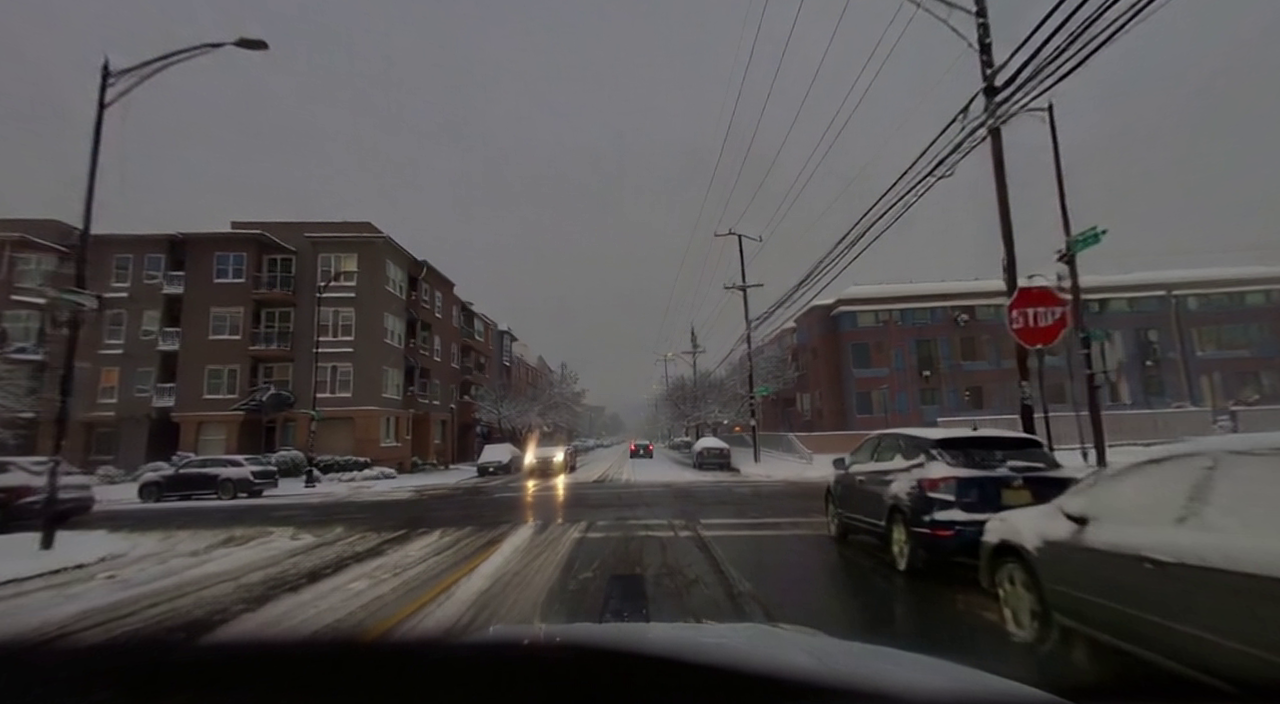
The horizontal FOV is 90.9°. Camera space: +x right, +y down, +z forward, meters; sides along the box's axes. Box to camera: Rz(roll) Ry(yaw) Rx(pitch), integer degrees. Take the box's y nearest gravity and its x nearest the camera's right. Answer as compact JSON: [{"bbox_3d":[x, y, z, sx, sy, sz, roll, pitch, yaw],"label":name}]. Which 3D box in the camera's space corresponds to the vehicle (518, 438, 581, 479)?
[{"bbox_3d":[-4.248,5.112,30.464,2.201,1.801,4.750,-1,-9,1],"label":"vehicle"}]

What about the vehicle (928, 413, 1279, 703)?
[{"bbox_3d":[3.406,1.057,2.910,1.888,1.495,4.567,0,-9,-1],"label":"vehicle"}]

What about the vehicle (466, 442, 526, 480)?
[{"bbox_3d":[-7.579,5.778,33.760,2.140,1.874,4.475,0,-9,0],"label":"vehicle"}]

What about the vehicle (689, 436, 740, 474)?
[{"bbox_3d":[3.839,5.406,33.287,2.164,1.721,4.416,-4,-9,1],"label":"vehicle"}]

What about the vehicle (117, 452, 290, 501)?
[{"bbox_3d":[-17.214,4.902,25.067,5.354,1.773,1.991,0,-9,0],"label":"vehicle"}]

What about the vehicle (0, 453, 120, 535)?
[{"bbox_3d":[-16.522,3.509,15.505,5.392,1.808,2.324,-2,-9,0],"label":"vehicle"}]
